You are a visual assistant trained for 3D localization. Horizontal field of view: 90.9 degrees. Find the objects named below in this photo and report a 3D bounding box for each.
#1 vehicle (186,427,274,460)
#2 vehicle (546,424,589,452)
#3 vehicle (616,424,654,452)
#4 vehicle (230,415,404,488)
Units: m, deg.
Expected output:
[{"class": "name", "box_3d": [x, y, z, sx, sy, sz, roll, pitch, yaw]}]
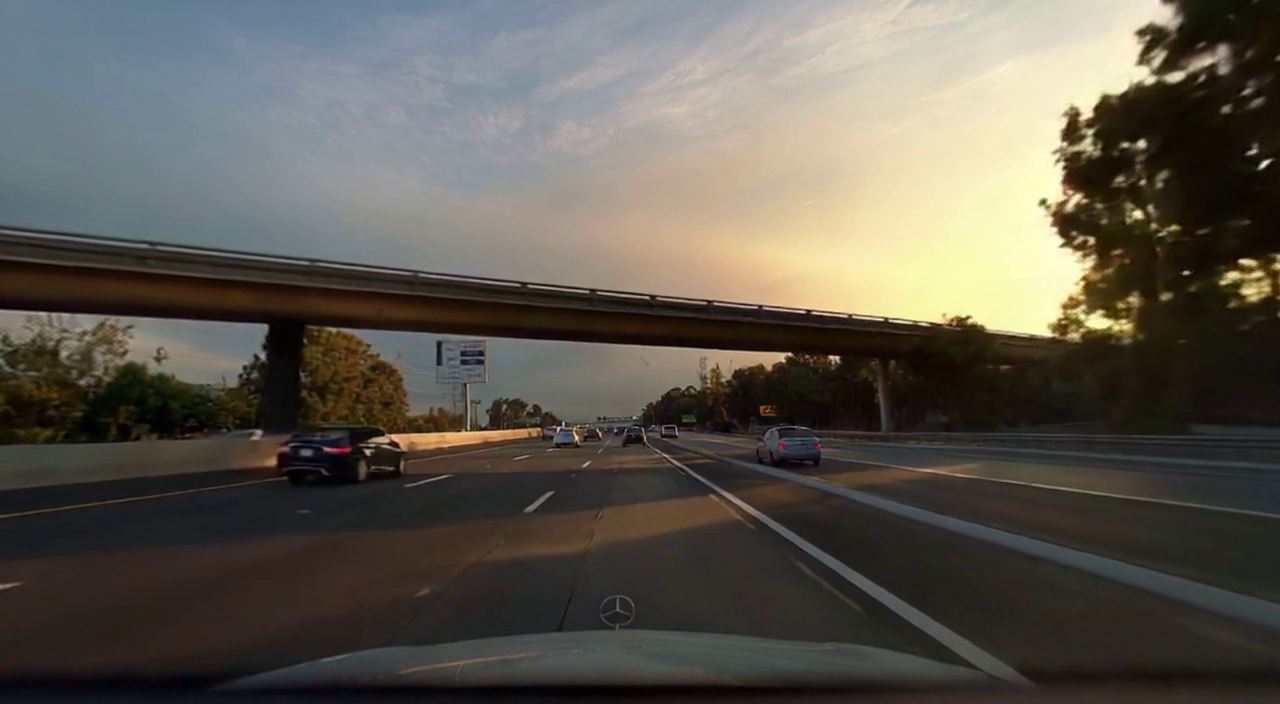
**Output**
[{"class": "vehicle", "box_3d": [-22.723, 5.073, 35.160, 1.947, 1.642, 4.421, 1, -7, 0]}, {"class": "vehicle", "box_3d": [-4.301, 5.157, 37.886, 2.103, 1.512, 4.155, 1, -7, 0]}, {"class": "vehicle", "box_3d": [-0.346, 5.452, 40.129, 2.240, 1.646, 4.949, 1, -7, -1]}, {"class": "vehicle", "box_3d": [-7.712, 2.412, 15.666, 2.009, 1.537, 4.449, 1, -7, -1]}]
